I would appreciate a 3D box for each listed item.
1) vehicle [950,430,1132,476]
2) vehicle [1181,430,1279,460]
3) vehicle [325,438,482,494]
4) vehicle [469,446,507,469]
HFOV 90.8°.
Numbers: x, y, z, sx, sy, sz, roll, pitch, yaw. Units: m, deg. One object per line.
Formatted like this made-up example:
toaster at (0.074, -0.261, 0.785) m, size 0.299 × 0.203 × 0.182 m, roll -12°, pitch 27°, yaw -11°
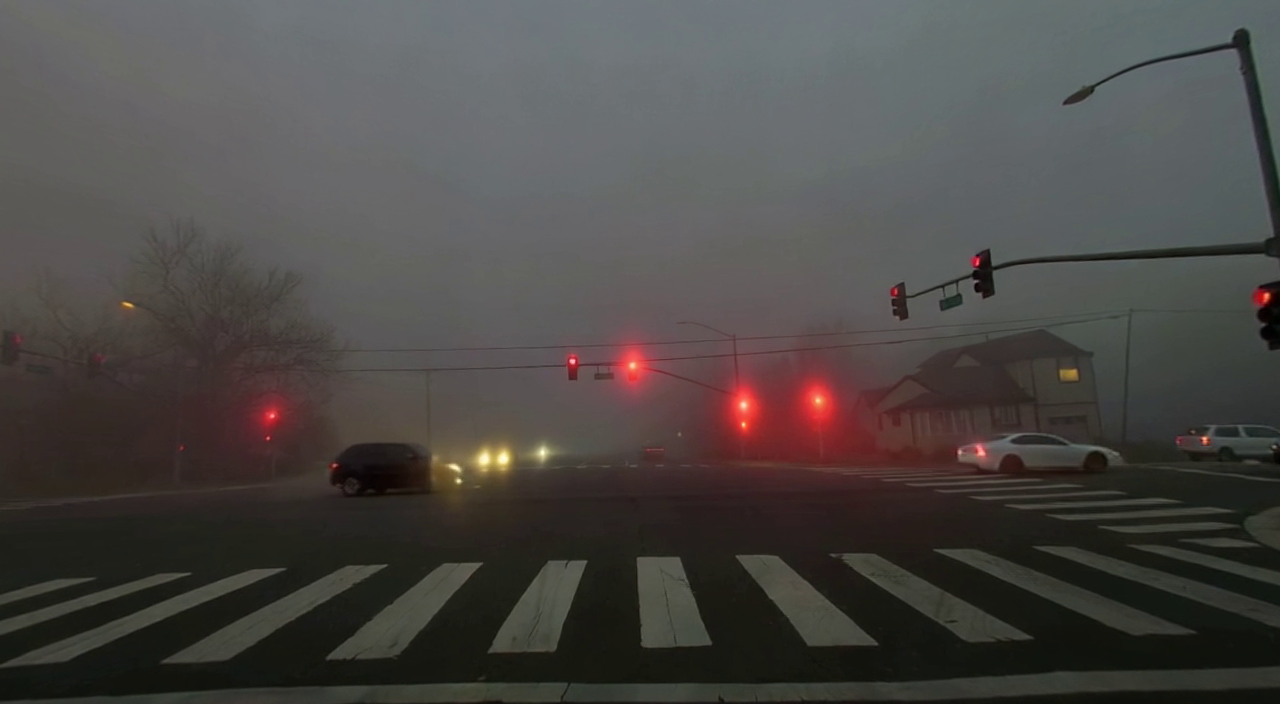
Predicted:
vehicle at (13.564, 3.427, 21.607) m, size 4.823 × 1.449 × 2.017 m, roll 0°, pitch -9°, yaw 0°
vehicle at (31.336, 4.880, 33.040) m, size 4.318 × 1.488 × 1.870 m, roll 0°, pitch -9°, yaw -1°
vehicle at (-7.758, 3.769, 21.099) m, size 4.431 × 1.739 × 1.935 m, roll 0°, pitch -9°, yaw 1°
vehicle at (-10.736, 7.449, 44.782) m, size 1.881 × 1.509 × 3.377 m, roll 0°, pitch -9°, yaw 0°
